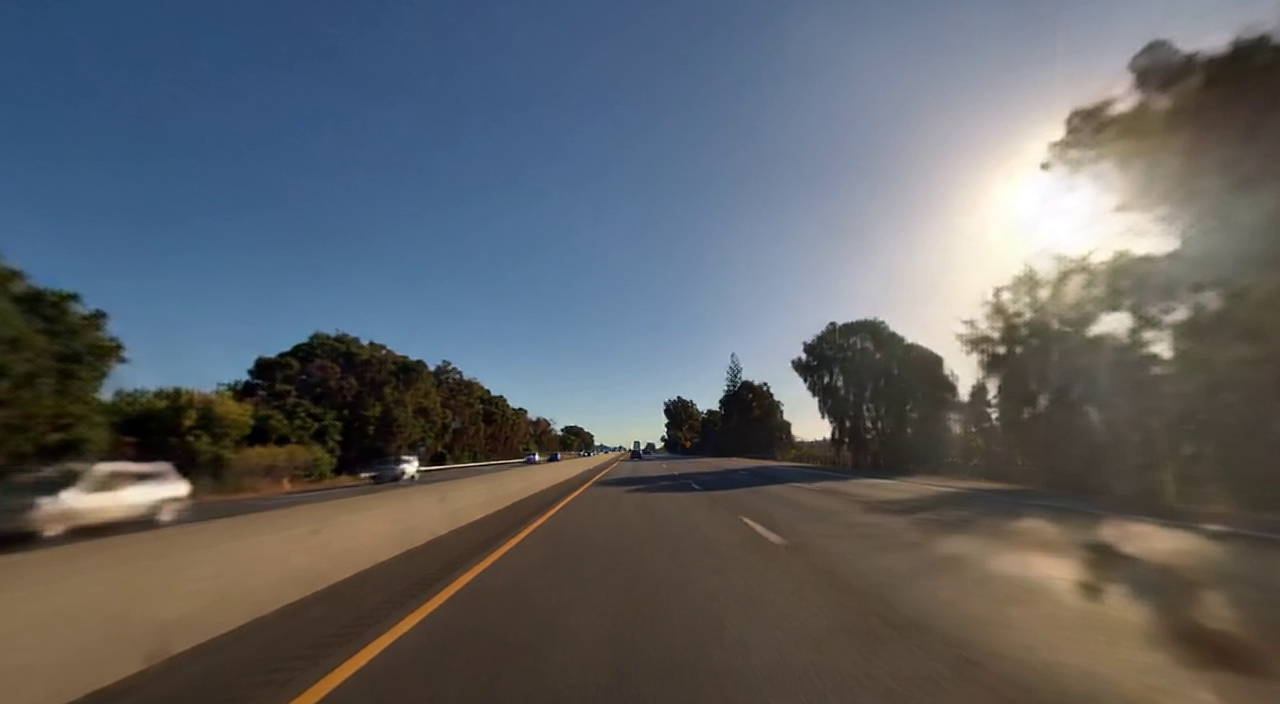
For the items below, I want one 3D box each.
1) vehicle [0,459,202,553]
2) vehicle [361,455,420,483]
[{"bbox_3d":[-12.107,3.201,13.771,1.965,1.625,4.322,0,-9,0],"label":"vehicle"},{"bbox_3d":[-16.664,7.809,42.442,2.072,1.695,4.554,0,-9,0],"label":"vehicle"}]
